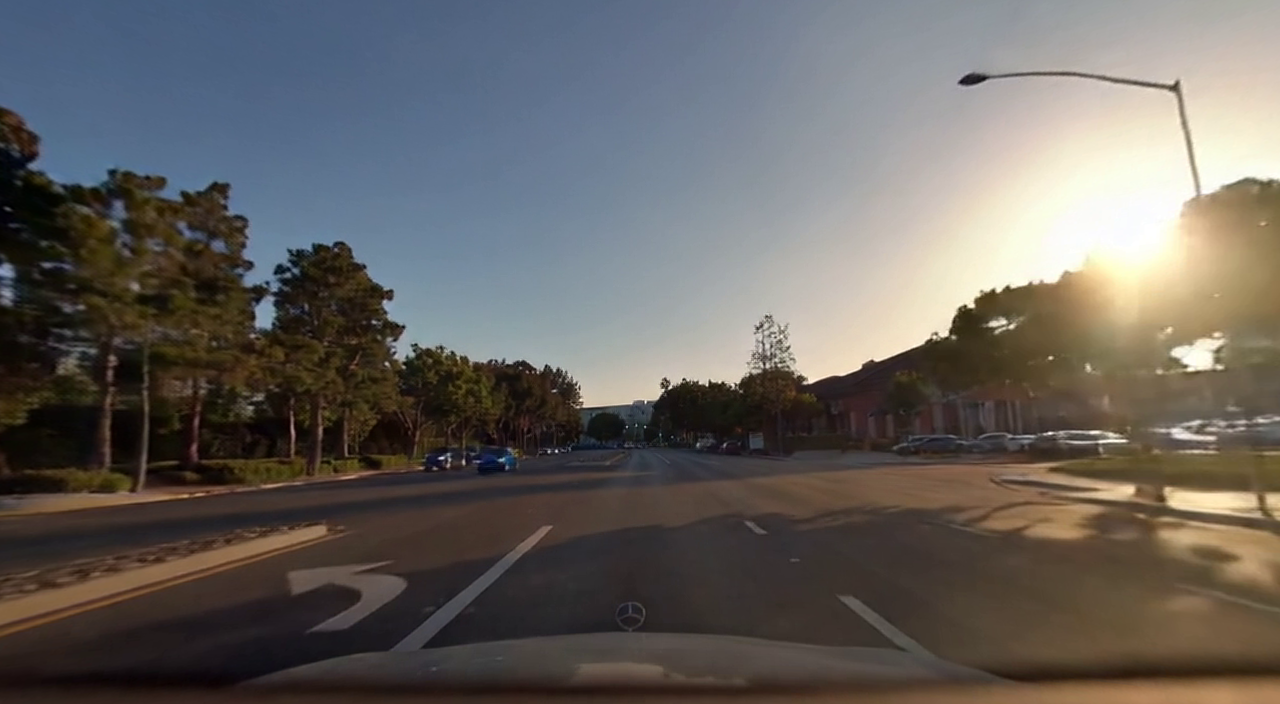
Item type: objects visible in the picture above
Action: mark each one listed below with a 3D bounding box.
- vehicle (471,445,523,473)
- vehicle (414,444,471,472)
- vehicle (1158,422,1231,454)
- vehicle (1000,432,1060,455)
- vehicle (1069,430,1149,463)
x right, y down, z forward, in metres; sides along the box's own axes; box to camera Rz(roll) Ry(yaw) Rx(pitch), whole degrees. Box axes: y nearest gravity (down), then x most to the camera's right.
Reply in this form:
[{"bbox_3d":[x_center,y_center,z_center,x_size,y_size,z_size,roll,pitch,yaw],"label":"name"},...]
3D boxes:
[{"bbox_3d":[-8.036,6.045,35.860,1.911,1.499,4.032,-1,-8,2],"label":"vehicle"},{"bbox_3d":[-14.872,8.015,47.918,2.209,1.931,5.813,-1,-8,3],"label":"vehicle"},{"bbox_3d":[36.636,5.668,41.598,5.504,1.957,2.290,4,-10,-37],"label":"vehicle"},{"bbox_3d":[30.309,7.094,48.945,5.036,1.698,2.031,6,-10,-35],"label":"vehicle"},{"bbox_3d":[24.988,5.013,33.535,4.512,1.648,1.938,5,-10,-34],"label":"vehicle"}]
